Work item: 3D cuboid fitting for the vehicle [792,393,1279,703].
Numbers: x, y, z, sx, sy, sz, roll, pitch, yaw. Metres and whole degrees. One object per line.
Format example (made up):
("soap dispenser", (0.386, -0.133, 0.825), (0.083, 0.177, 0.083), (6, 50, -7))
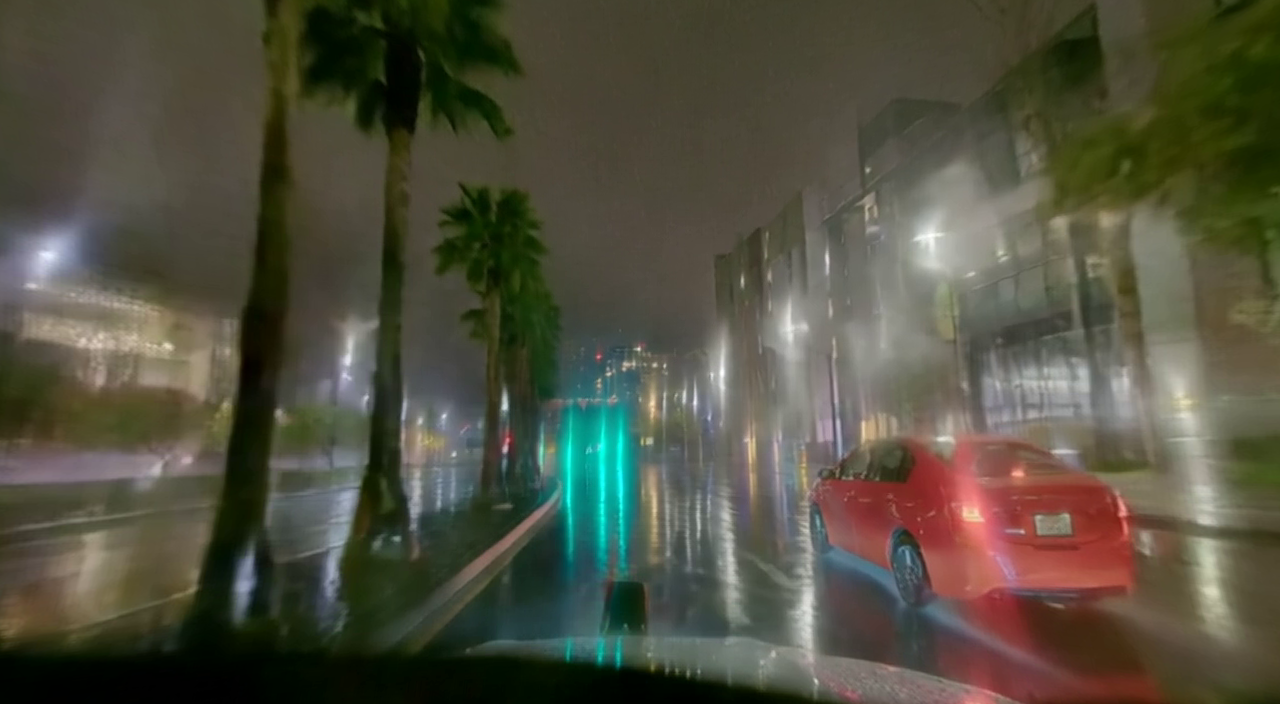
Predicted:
("vehicle", (2.816, 1.326, 5.392), (1.867, 1.554, 4.301), (-1, -9, -1))
